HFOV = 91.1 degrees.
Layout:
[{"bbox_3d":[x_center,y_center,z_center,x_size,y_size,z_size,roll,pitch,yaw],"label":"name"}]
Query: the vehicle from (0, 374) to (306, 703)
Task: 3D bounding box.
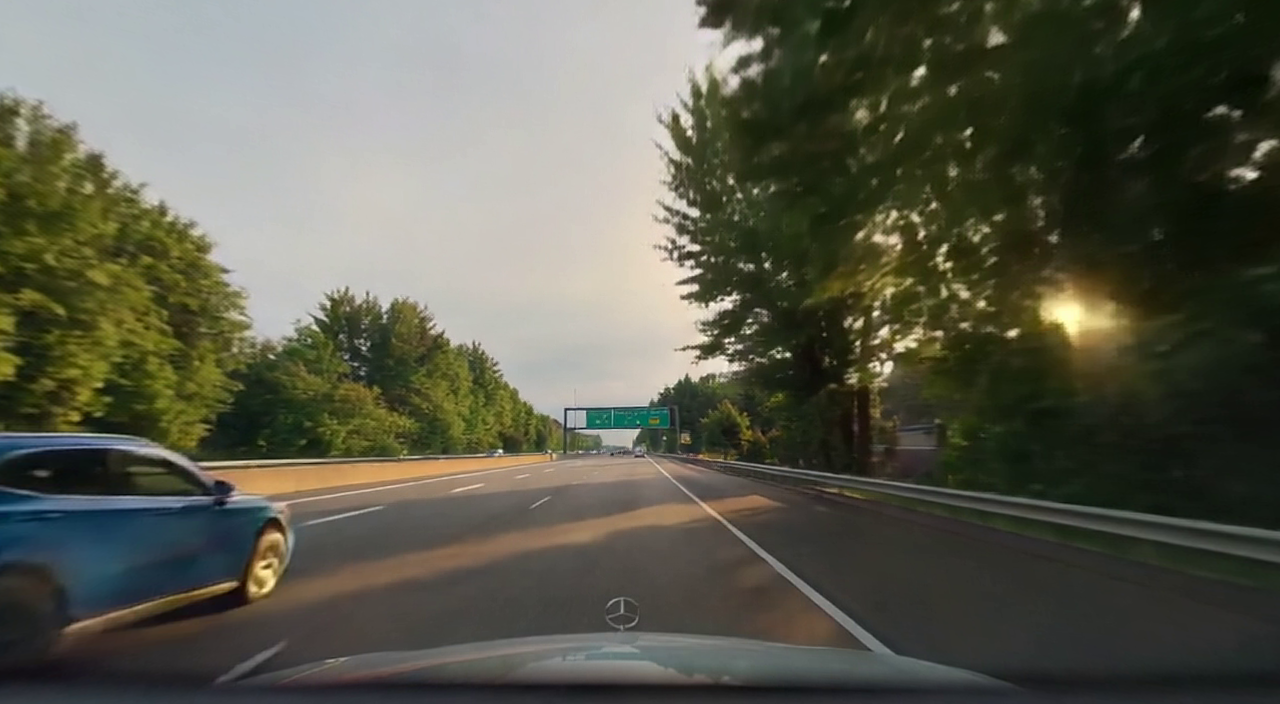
[{"bbox_3d":[-3.880,0.980,3.099,2.104,1.626,4.283,0,-9,0],"label":"vehicle"}]
